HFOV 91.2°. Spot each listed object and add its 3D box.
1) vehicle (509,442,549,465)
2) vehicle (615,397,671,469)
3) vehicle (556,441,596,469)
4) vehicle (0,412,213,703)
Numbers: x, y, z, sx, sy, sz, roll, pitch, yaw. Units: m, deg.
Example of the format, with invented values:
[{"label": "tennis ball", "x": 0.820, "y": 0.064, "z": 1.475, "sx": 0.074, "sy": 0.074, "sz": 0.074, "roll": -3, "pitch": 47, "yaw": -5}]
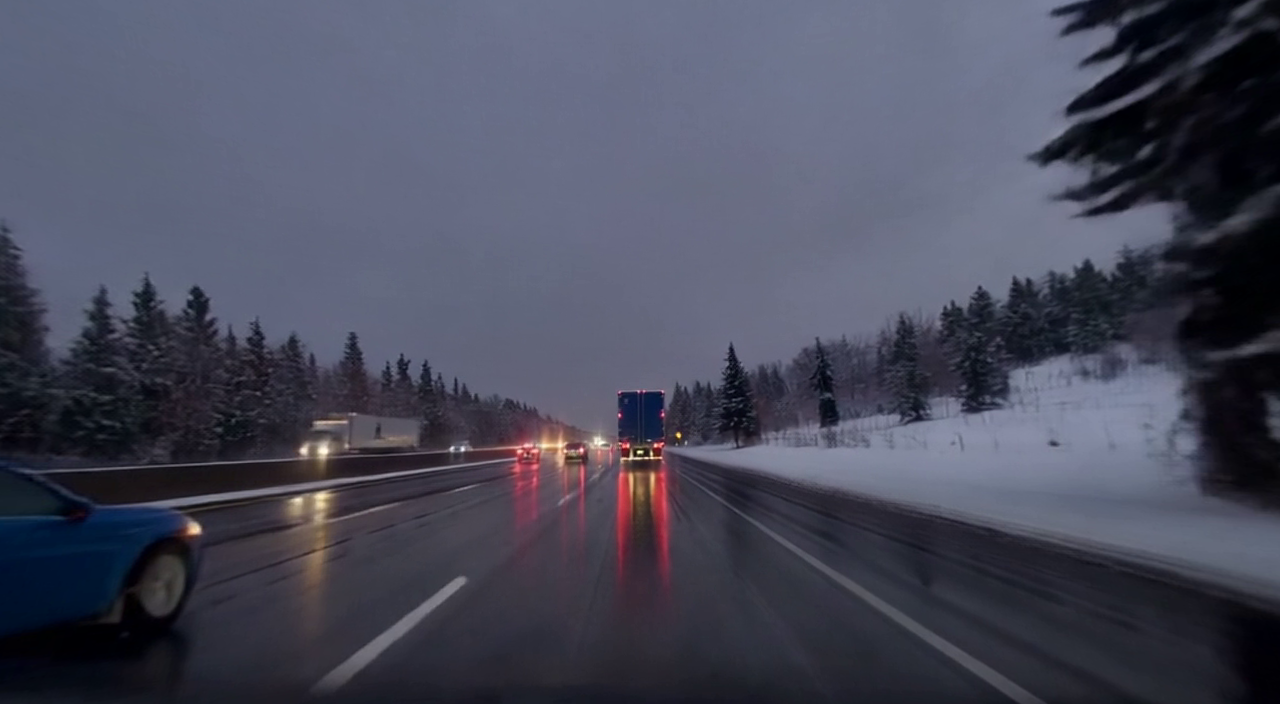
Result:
[{"label": "vehicle", "x": -7.820, "y": 7.183, "z": 44.552, "sx": 1.968, "sy": 1.507, "sz": 4.673, "roll": -1, "pitch": -9, "yaw": 0}, {"label": "vehicle", "x": 0.124, "y": 5.436, "z": 41.141, "sx": 3.123, "sy": 4.094, "sz": 10.812, "roll": 0, "pitch": -9, "yaw": 0}, {"label": "vehicle", "x": -3.810, "y": 6.213, "z": 38.075, "sx": 2.006, "sy": 1.572, "sz": 4.082, "roll": 0, "pitch": -9, "yaw": 0}, {"label": "vehicle", "x": -4.264, "y": 1.019, "z": 2.881, "sx": 1.895, "sy": 1.500, "sz": 3.808, "roll": 0, "pitch": -9, "yaw": 0}]
